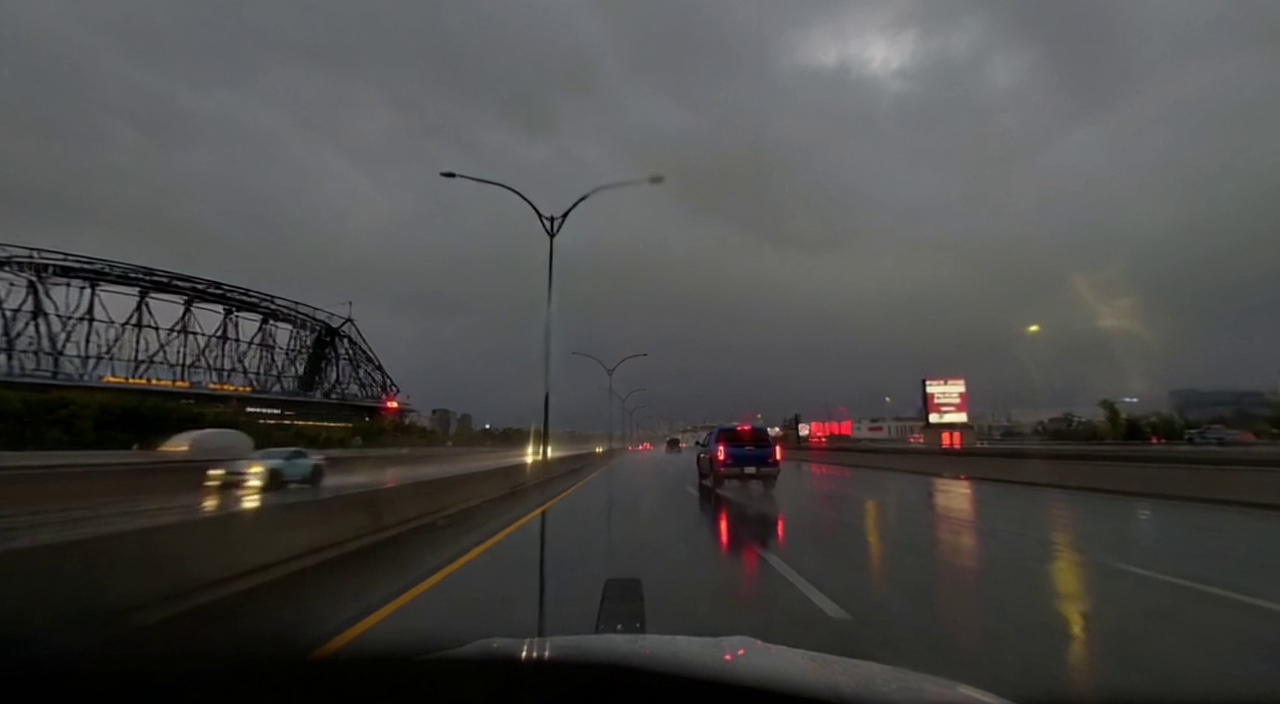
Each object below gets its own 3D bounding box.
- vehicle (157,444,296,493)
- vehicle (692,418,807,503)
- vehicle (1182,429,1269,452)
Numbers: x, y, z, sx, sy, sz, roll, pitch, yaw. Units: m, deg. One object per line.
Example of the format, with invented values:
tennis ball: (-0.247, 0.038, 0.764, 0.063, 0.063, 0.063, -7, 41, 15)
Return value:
vehicle: (-14.473, 4.077, 22.474, 1.875, 1.527, 4.456, 0, -9, 1)
vehicle: (2.821, 2.970, 17.565, 2.199, 2.002, 4.970, 0, -9, -1)
vehicle: (41.051, 6.259, 44.452, 1.792, 1.508, 4.486, 0, -9, -1)
